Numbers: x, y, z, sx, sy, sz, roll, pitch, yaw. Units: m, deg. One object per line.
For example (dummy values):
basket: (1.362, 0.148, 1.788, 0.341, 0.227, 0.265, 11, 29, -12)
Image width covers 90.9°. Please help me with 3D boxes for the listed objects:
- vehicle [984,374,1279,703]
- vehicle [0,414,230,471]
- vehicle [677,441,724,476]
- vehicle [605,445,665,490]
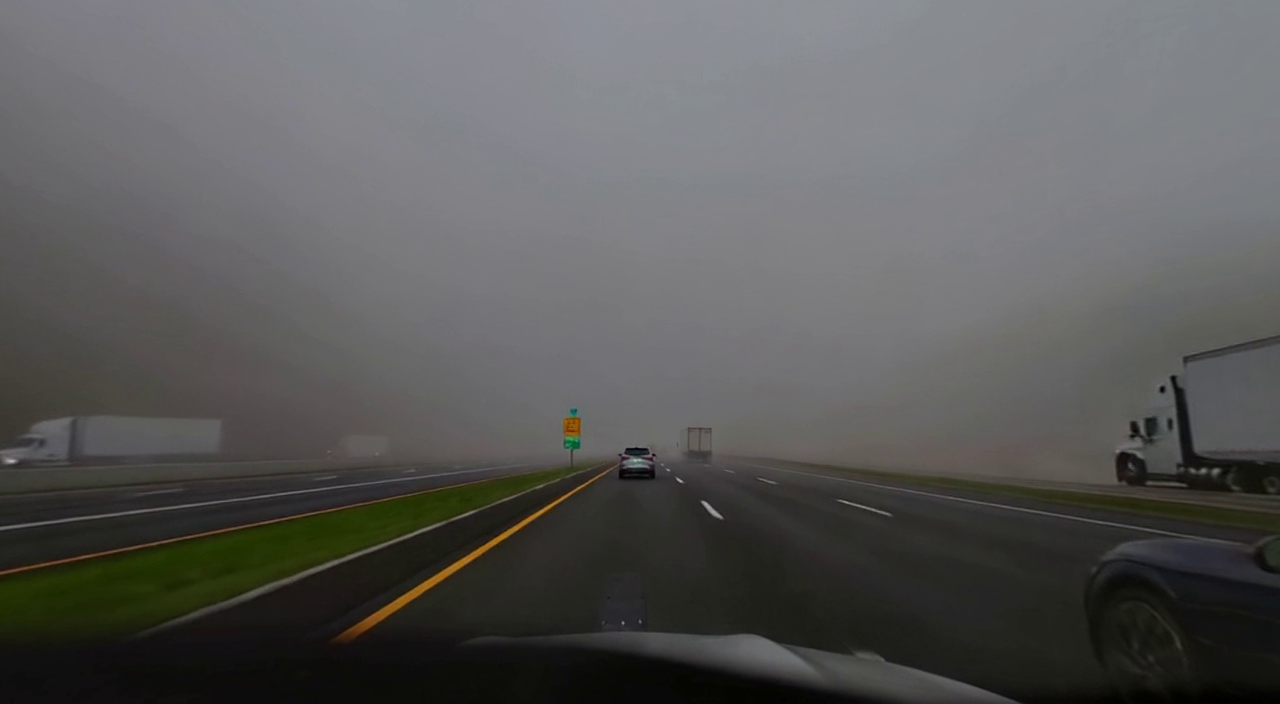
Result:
vehicle: (3.072, 0.742, 1.379, 1.997, 1.534, 4.664, 0, -9, 0)
vehicle: (-36.390, 6.385, 45.499, 2.886, 3.282, 16.757, -1, -7, -2)
vehicle: (3.118, 5.598, 33.366, 2.048, 1.704, 4.284, 0, -9, 0)
vehicle: (-0.172, 4.052, 22.438, 1.970, 1.441, 3.846, 0, -9, 0)
